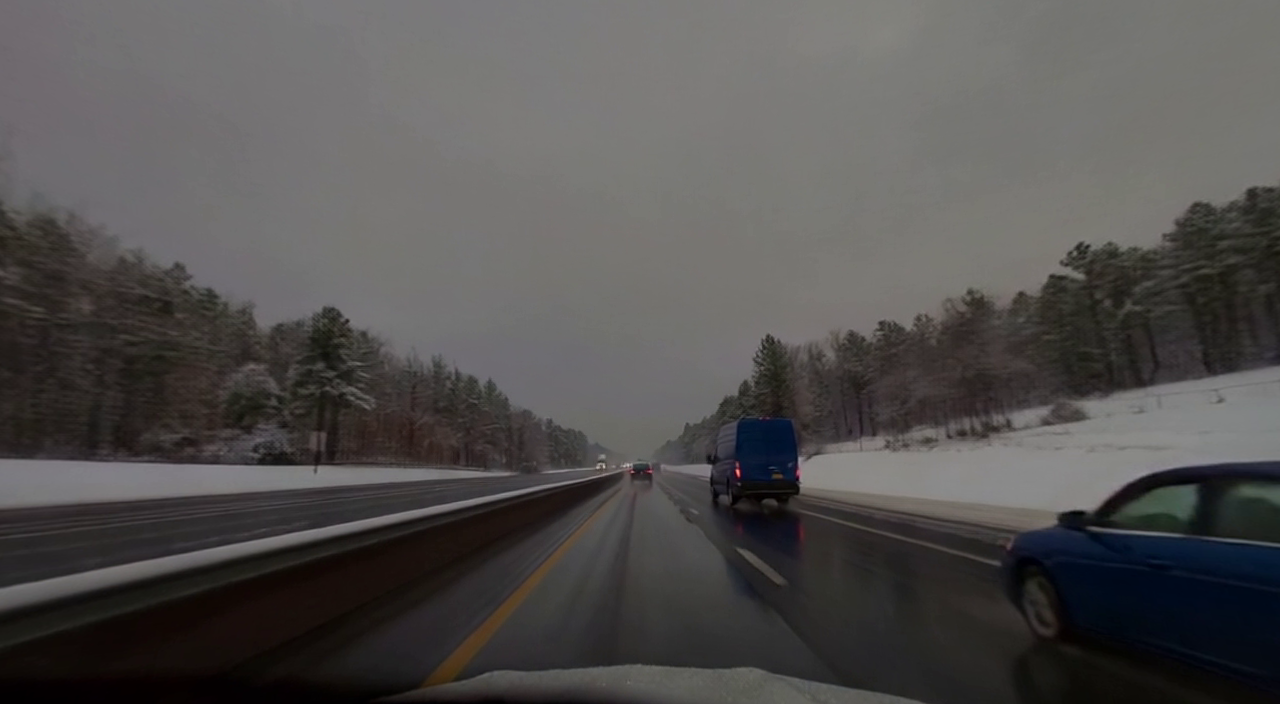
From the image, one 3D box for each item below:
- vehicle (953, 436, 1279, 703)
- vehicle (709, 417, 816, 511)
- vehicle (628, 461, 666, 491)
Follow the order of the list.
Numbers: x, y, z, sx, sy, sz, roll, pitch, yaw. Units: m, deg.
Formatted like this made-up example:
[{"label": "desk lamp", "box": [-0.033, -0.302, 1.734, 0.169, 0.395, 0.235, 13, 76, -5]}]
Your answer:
[{"label": "vehicle", "box": [3.980, 1.250, 3.291, 2.073, 1.532, 4.969, 1, -11, -1]}, {"label": "vehicle", "box": [4.319, 4.237, 23.850, 2.563, 2.975, 6.941, 1, -11, -1]}, {"label": "vehicle", "box": [0.434, 7.756, 39.520, 2.212, 1.717, 4.452, 1, -10, 1]}]
